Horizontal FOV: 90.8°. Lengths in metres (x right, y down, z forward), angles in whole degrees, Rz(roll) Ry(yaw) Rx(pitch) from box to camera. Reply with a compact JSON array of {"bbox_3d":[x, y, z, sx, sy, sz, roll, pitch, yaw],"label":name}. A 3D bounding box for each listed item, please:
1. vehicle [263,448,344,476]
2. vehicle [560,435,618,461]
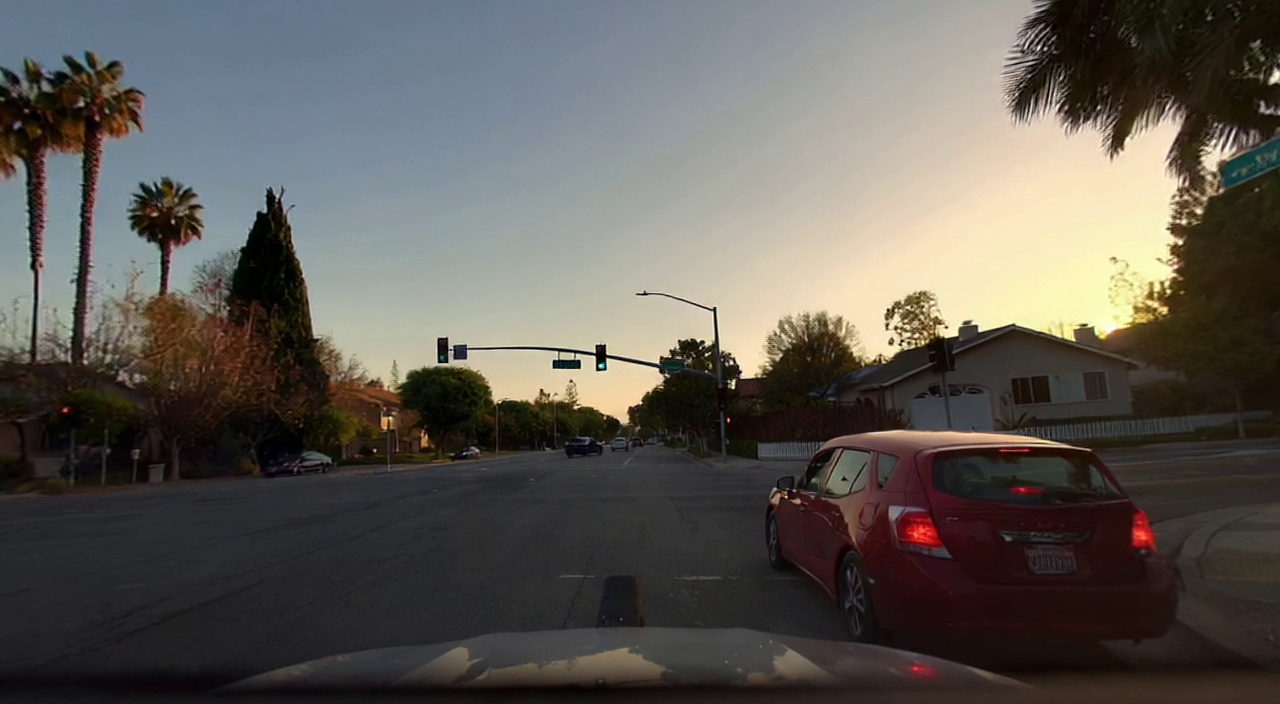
[{"bbox_3d":[-20.009,6.557,37.814,2.084,1.528,4.778,-1,-9,2],"label":"vehicle"},{"bbox_3d":[-3.091,6.008,39.550,2.083,1.541,4.777,-3,-9,15],"label":"vehicle"}]
